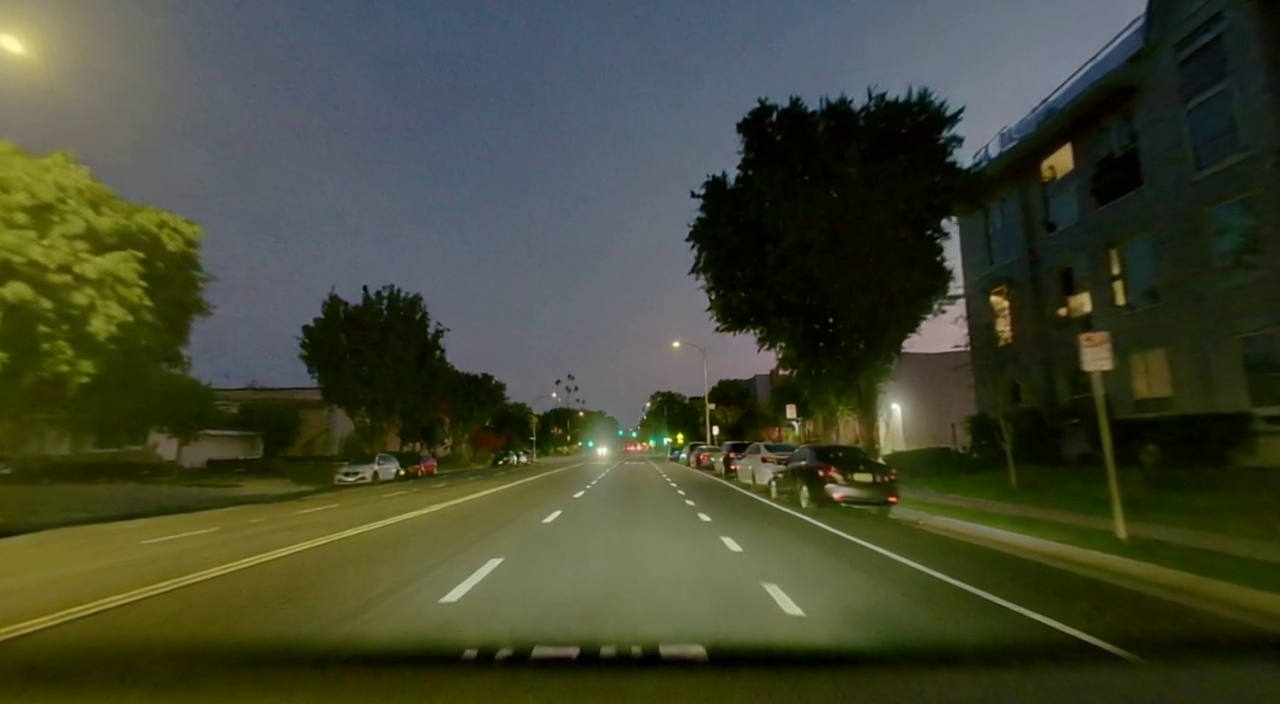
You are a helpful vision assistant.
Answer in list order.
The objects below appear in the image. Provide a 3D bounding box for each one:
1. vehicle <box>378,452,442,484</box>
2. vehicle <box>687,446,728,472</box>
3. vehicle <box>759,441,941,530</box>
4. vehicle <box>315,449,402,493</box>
[{"bbox_3d":[-14.007,7.073,38.819,2.239,1.645,4.700,-2,-8,-1],"label":"vehicle"},{"bbox_3d":[4.013,6.410,38.058,1.845,1.443,4.531,0,-8,-2],"label":"vehicle"},{"bbox_3d":[3.996,2.609,13.096,2.100,1.478,4.816,0,-8,0],"label":"vehicle"},{"bbox_3d":[-13.687,5.773,31.124,2.220,1.747,4.980,-2,-8,-2],"label":"vehicle"}]
